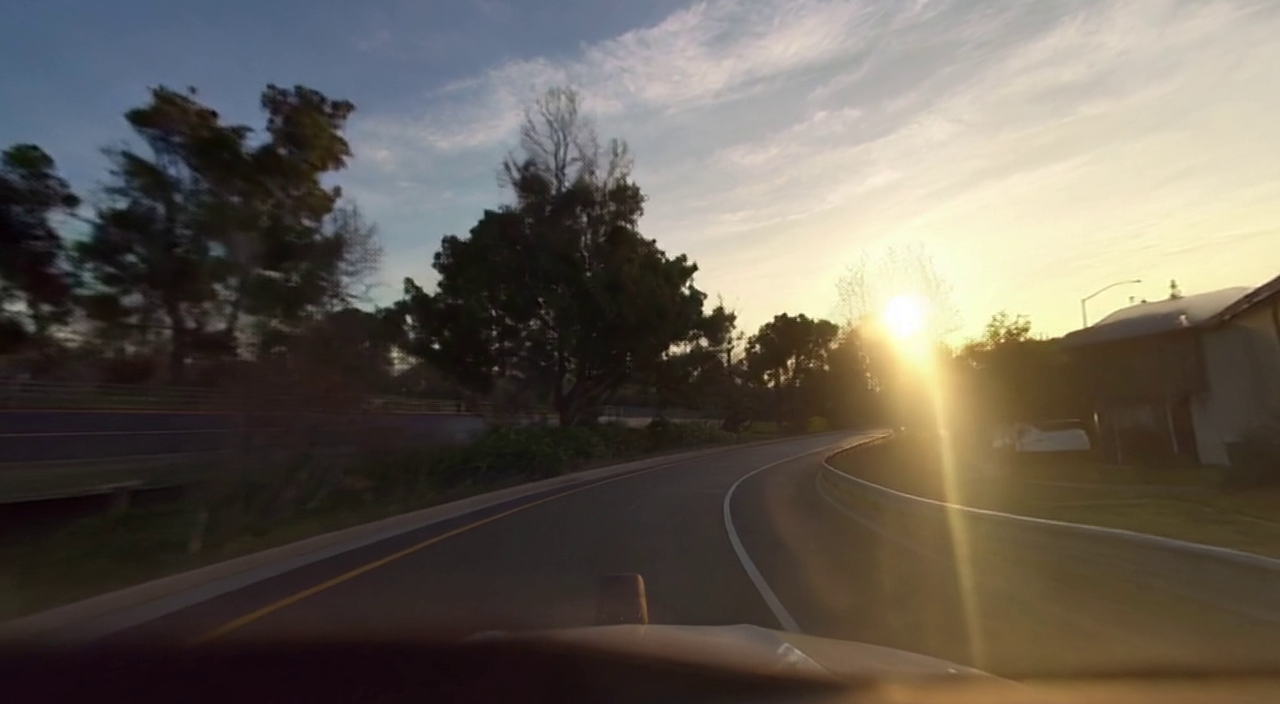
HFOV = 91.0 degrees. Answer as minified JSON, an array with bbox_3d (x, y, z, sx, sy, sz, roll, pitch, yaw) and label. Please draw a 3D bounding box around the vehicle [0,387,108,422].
[{"bbox_3d":[-38.993,3.497,41.299,2.424,2.051,5.709,-7,-9,33],"label":"vehicle"}]
